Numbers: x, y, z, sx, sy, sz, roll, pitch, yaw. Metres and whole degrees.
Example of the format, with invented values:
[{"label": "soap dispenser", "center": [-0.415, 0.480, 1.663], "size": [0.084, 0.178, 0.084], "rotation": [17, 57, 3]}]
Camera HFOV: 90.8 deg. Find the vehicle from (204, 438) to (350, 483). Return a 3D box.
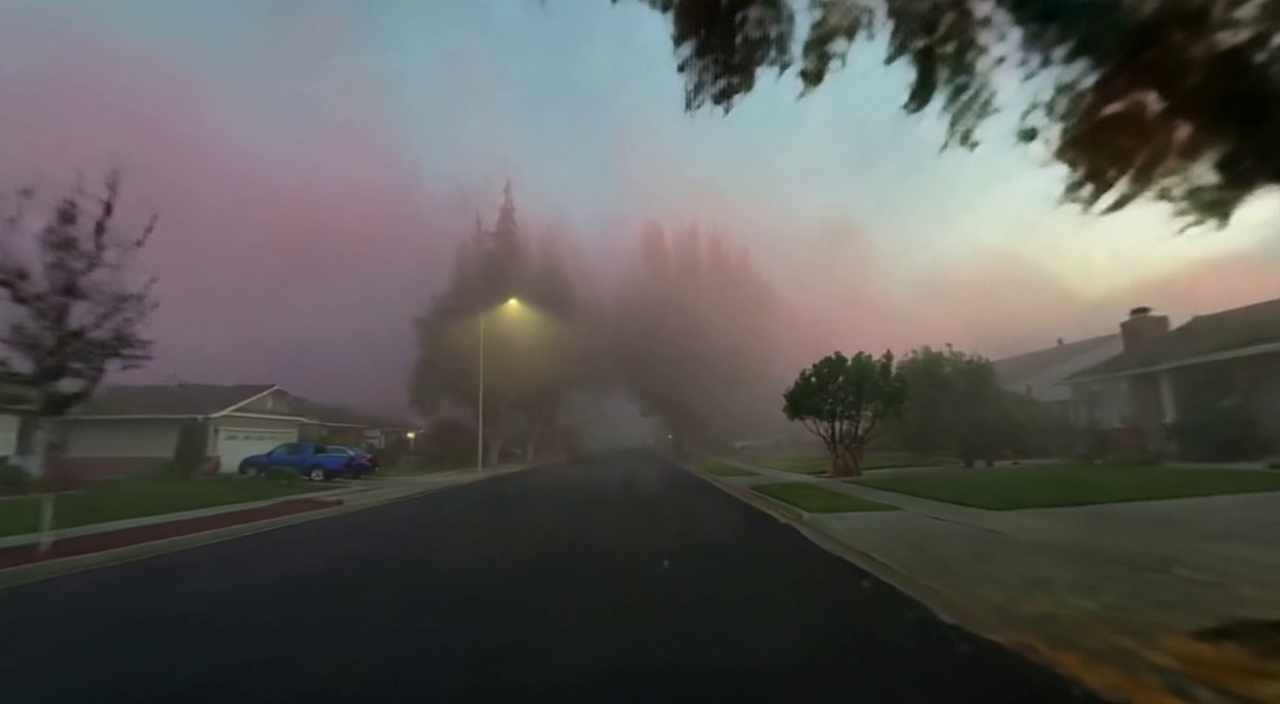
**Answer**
[{"label": "vehicle", "center": [-15.188, 4.549, 26.676], "size": [4.830, 1.725, 2.116], "rotation": [0, -8, 2]}]
